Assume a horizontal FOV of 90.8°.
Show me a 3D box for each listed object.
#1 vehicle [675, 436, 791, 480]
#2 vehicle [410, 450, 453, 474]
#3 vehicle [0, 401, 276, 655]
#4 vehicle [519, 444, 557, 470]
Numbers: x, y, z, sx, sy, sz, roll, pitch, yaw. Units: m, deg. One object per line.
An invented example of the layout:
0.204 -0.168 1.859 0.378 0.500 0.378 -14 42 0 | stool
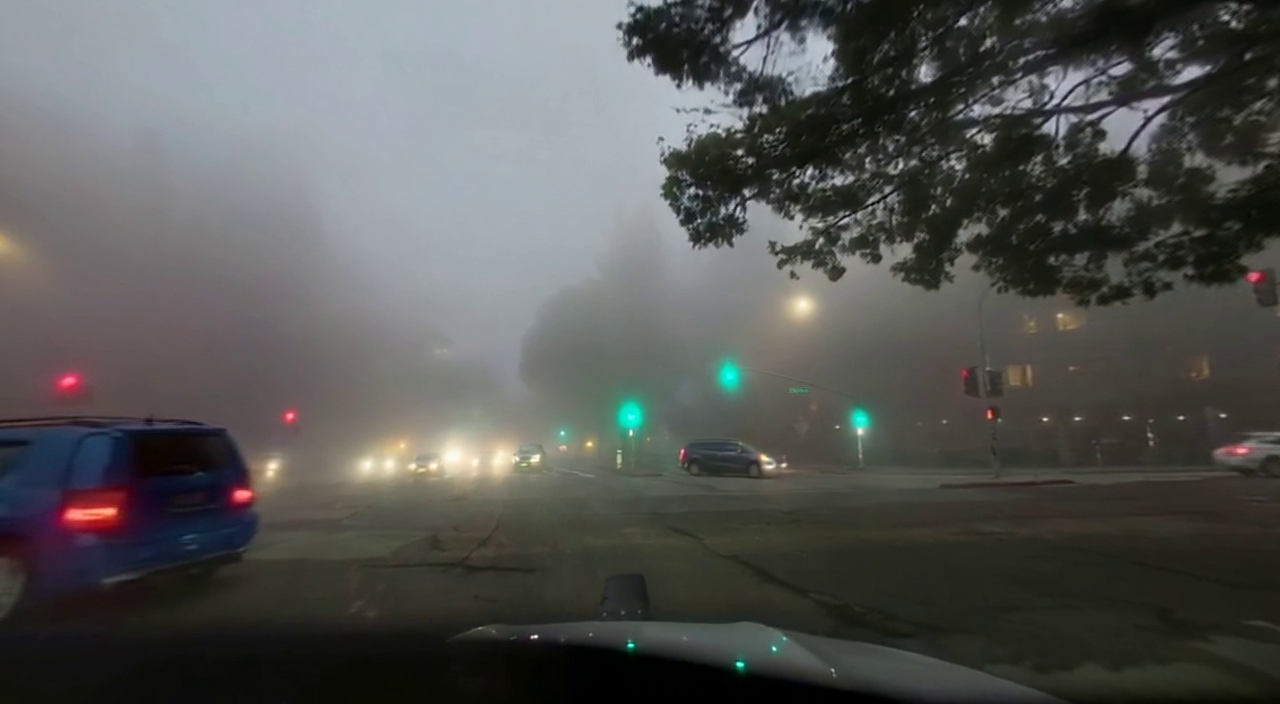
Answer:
3.875 4.486 27.014 1.998 1.674 4.652 8 -11 -41 | vehicle
-14.474 7.642 44.056 1.786 1.499 3.797 0 -8 -2 | vehicle
-6.014 1.439 5.782 4.038 1.807 2.085 -1 -9 4 | vehicle
-6.971 7.199 43.605 2.034 1.663 4.025 0 -8 -1 | vehicle
